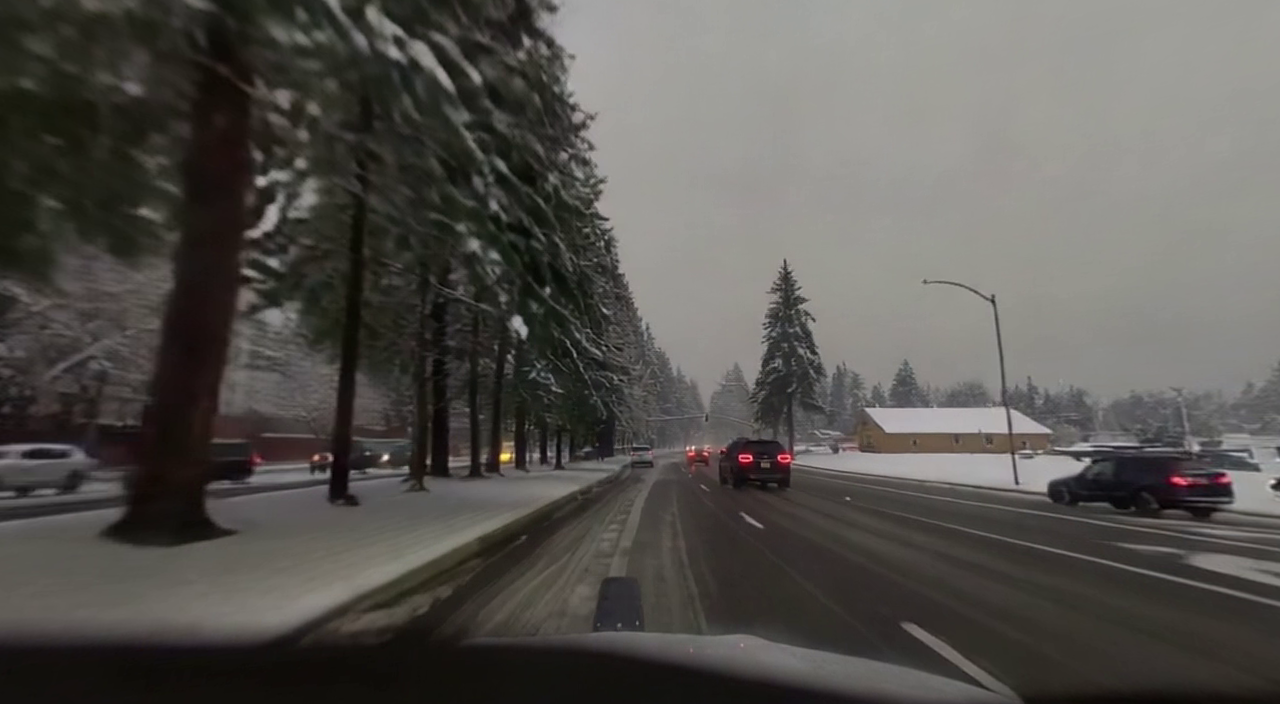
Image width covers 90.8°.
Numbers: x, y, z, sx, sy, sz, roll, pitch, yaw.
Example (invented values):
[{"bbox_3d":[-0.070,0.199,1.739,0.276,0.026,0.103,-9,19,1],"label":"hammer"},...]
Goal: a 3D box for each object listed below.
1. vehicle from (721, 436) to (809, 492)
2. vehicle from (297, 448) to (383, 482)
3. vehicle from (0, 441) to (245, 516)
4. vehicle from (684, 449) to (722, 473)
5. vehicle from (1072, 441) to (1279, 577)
[{"bbox_3d":[4.353,3.989,22.883,2.209,1.813,4.724,0,-9,0],"label":"vehicle"},{"bbox_3d":[-15.416,5.801,32.822,1.991,1.513,5.063,0,-8,0],"label":"vehicle"},{"bbox_3d":[-11.967,2.900,15.097,2.046,1.485,4.591,0,-9,0],"label":"vehicle"},{"bbox_3d":[4.073,7.138,41.758,2.064,1.474,4.389,0,-9,0],"label":"vehicle"},{"bbox_3d":[8.043,1.912,8.146,1.949,1.492,4.103,0,-9,-2],"label":"vehicle"}]
